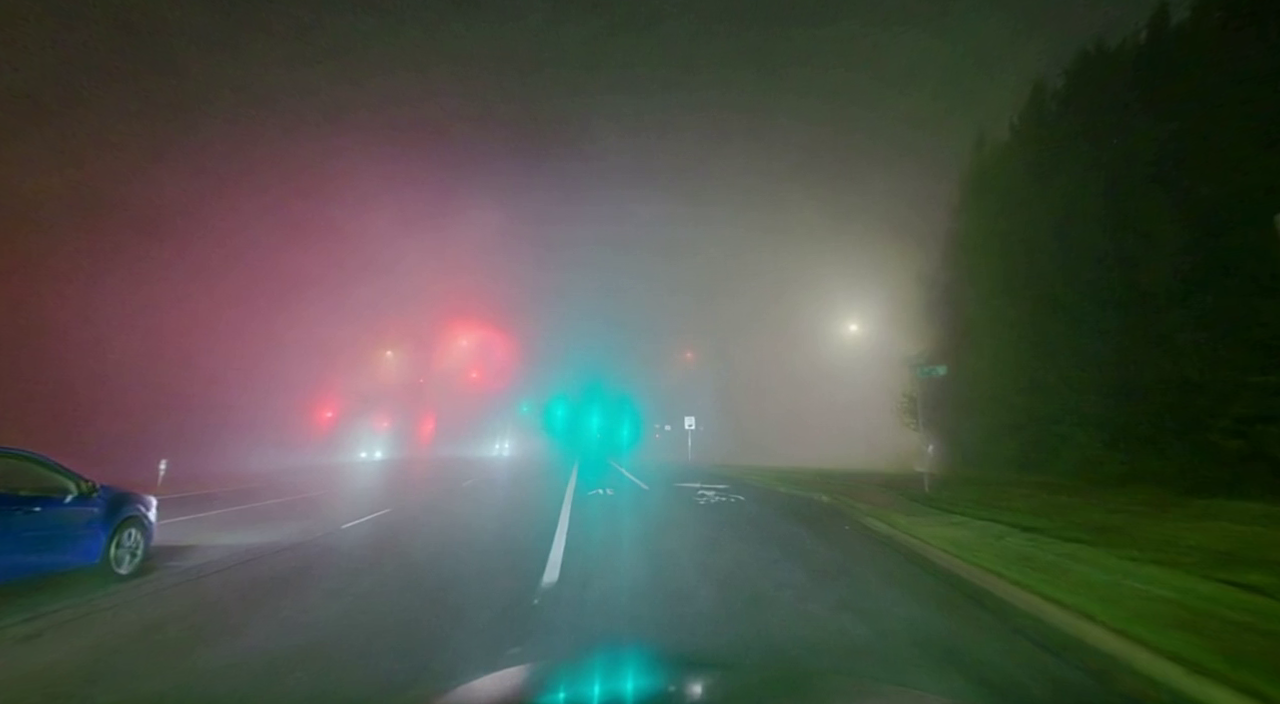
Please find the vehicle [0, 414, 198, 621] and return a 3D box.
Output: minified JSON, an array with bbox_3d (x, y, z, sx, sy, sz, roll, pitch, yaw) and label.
[{"bbox_3d":[-5.808,1.245,4.763,2.096,1.521,4.231,1,-8,-5],"label":"vehicle"}]
